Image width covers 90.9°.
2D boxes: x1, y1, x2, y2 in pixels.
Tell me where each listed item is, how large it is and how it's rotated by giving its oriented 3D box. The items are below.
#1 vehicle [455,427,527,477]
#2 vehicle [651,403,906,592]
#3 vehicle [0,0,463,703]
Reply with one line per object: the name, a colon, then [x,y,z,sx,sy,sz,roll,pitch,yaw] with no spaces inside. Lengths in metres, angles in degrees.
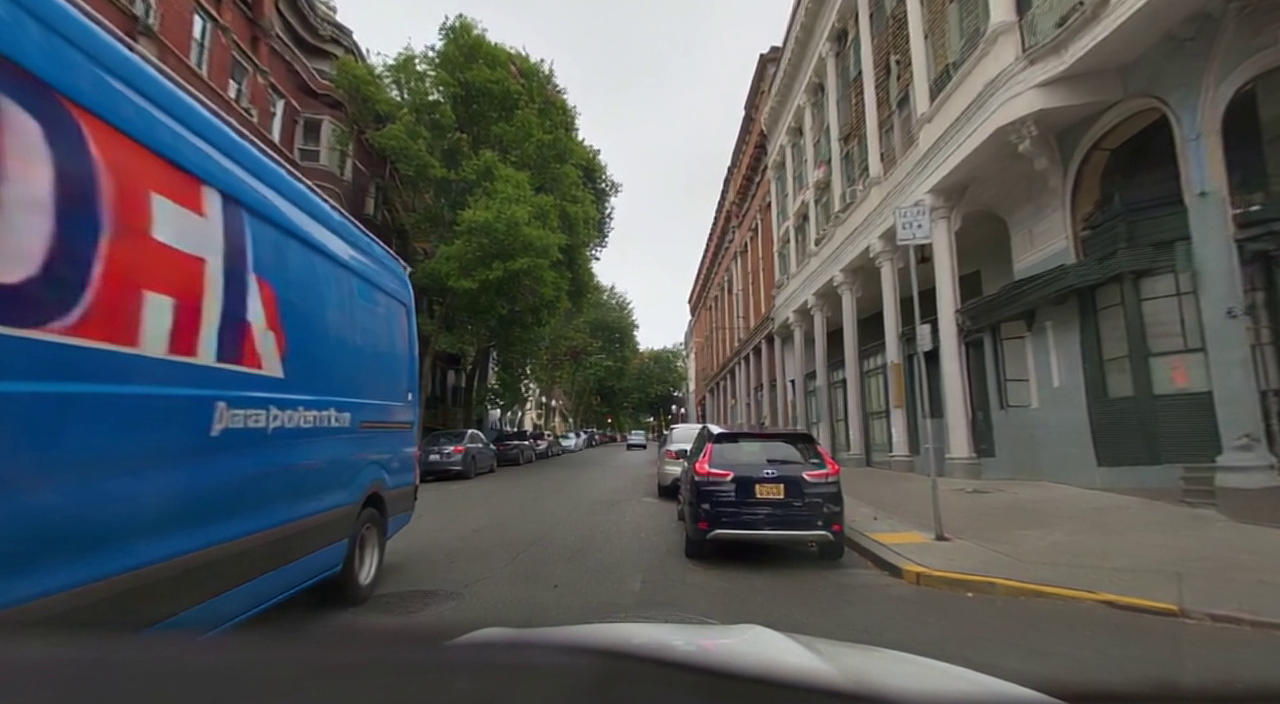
vehicle: [-5.826,3.908,25.201,1.859,1.508,4.144,2,-3,0]
vehicle: [1.137,1.468,7.366,1.925,1.481,4.653,0,-8,0]
vehicle: [-3.200,0.126,3.599,2.558,3.014,7.101,0,-9,-2]
